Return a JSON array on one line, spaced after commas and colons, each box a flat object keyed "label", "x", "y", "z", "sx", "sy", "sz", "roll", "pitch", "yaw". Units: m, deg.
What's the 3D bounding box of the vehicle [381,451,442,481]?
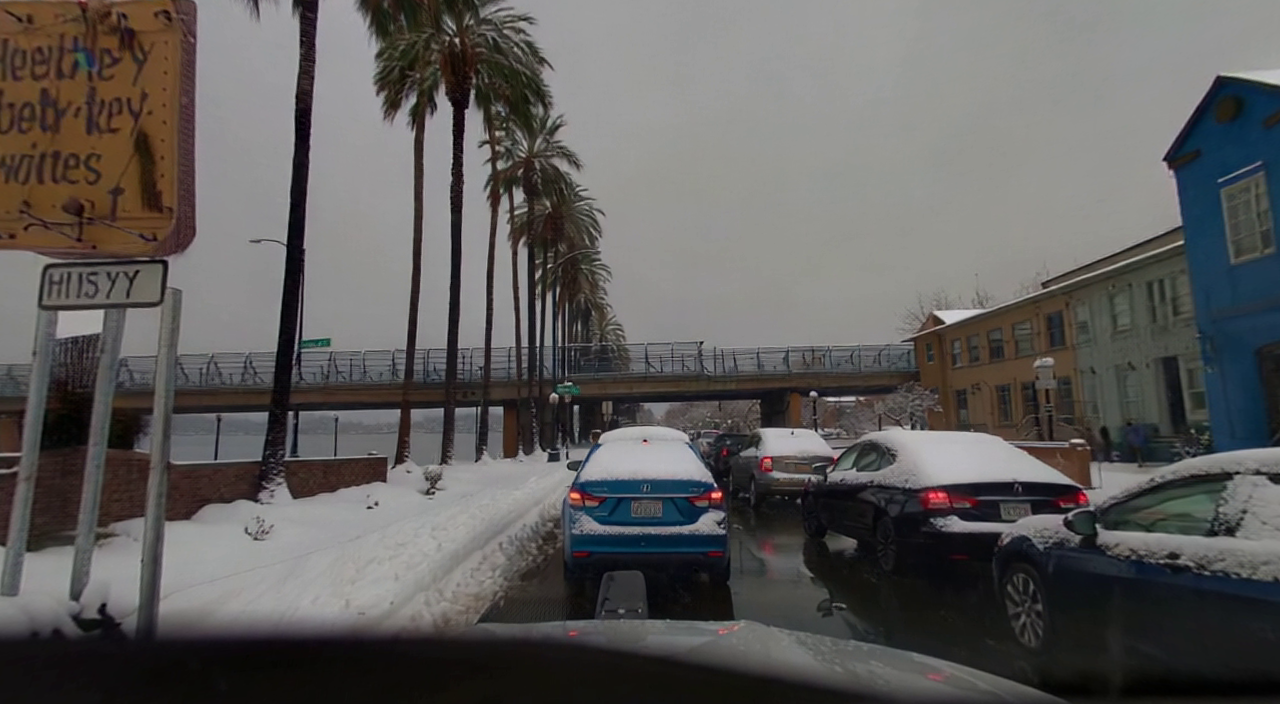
[{"label": "vehicle", "x": -14.945, "y": 7.478, "z": 41.682, "sx": 2.104, "sy": 1.802, "sz": 4.852, "roll": 0, "pitch": -9, "yaw": 1}]

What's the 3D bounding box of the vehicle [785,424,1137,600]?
[{"label": "vehicle", "x": 3.285, "y": 1.714, "z": 7.709, "sx": 1.920, "sy": 1.490, "sz": 4.417, "roll": 0, "pitch": -9, "yaw": -1}]

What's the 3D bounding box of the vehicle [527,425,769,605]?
[{"label": "vehicle", "x": 0.064, "y": 1.661, "z": 7.255, "sx": 2.048, "sy": 1.503, "sz": 3.681, "roll": 0, "pitch": -9, "yaw": 0}]
